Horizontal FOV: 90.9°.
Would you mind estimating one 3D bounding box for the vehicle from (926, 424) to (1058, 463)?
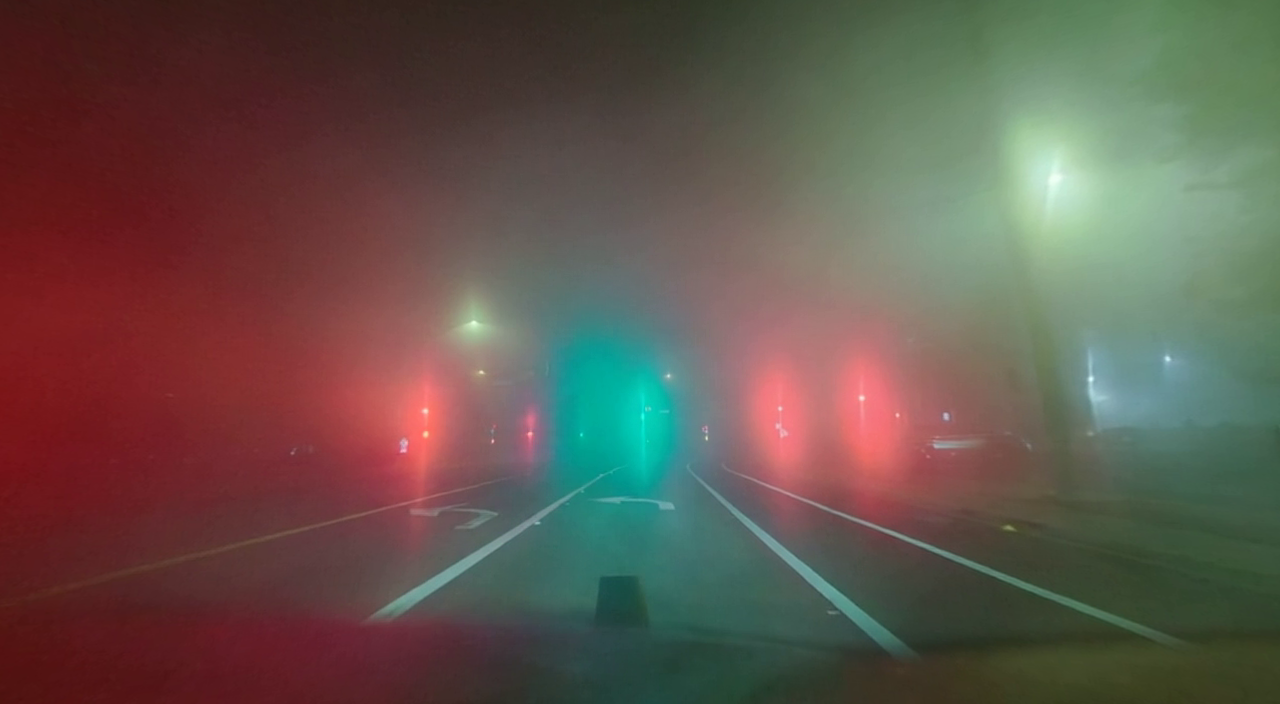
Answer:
[{"bbox_3d":[14.136,3.691,25.469,4.167,1.476,1.871,0,-8,-1],"label":"vehicle"}]
